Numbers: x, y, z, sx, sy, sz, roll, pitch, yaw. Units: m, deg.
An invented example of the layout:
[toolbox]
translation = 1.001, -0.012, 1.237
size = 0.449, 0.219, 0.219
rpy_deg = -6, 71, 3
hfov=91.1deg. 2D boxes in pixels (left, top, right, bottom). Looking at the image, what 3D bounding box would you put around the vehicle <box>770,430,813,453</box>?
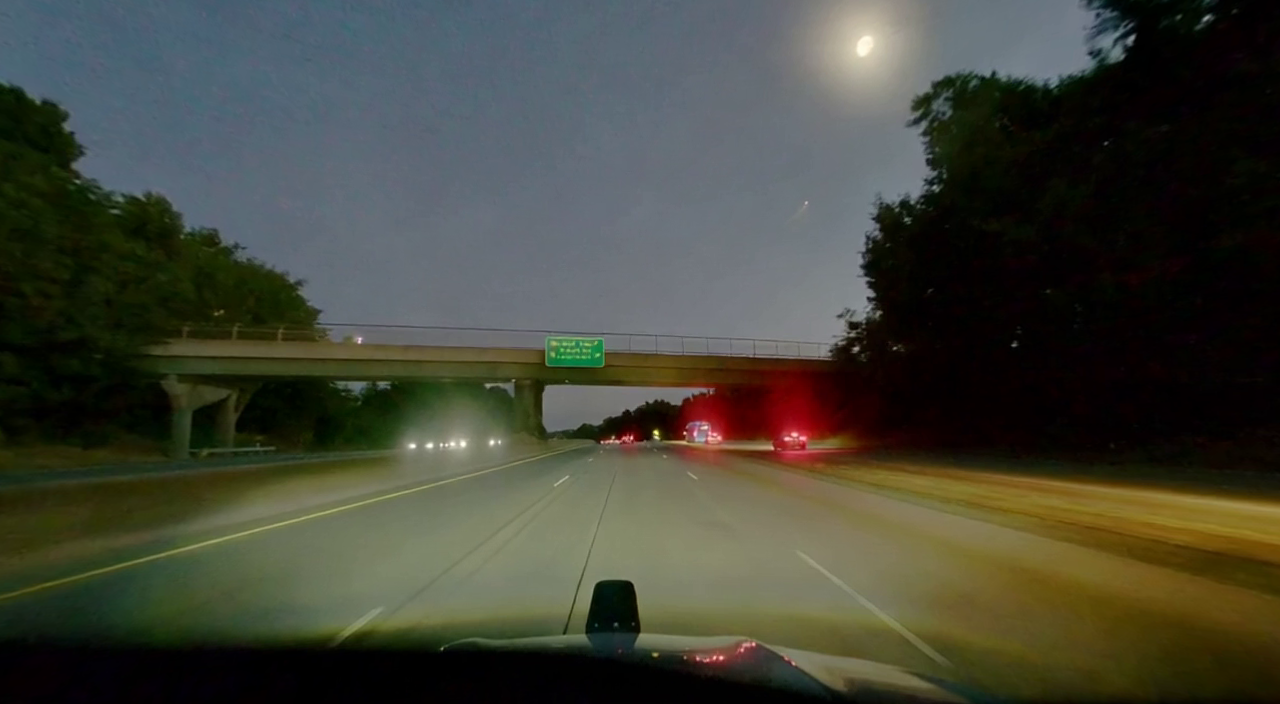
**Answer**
[vehicle]
translation = 10.221, 6.029, 42.584
size = 1.880, 1.460, 3.770
rpy_deg = 0, -8, -2
